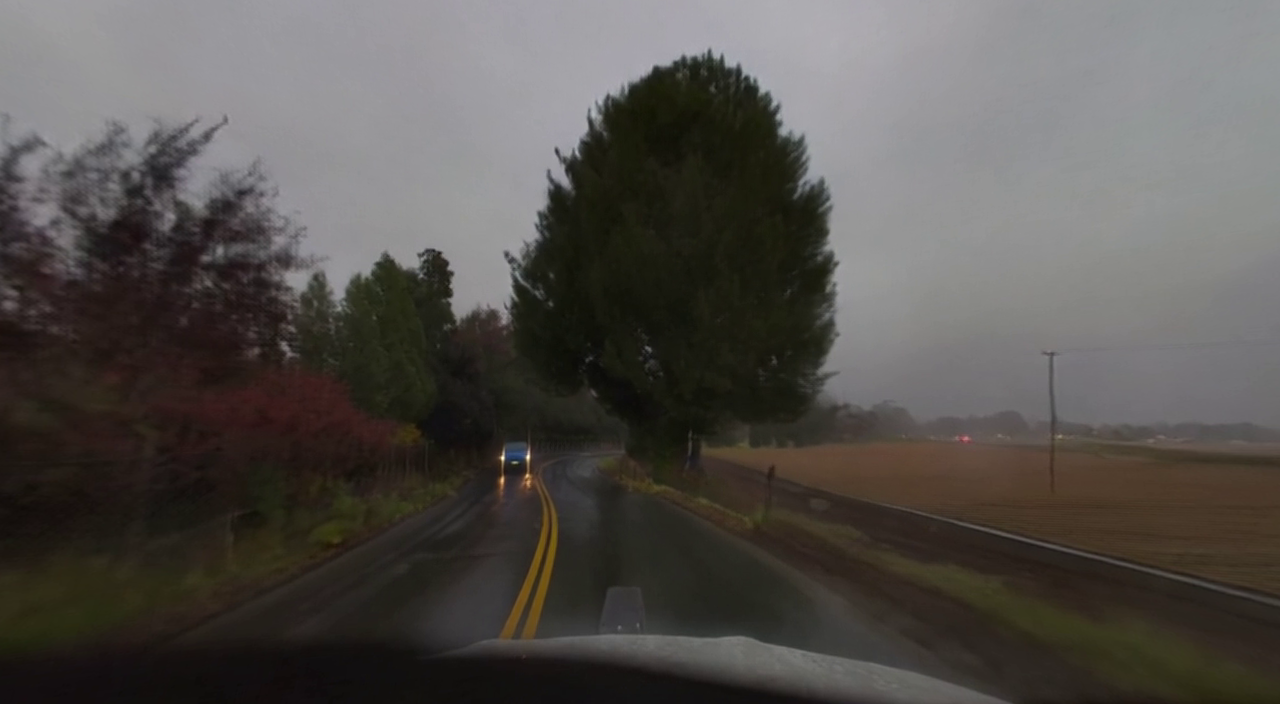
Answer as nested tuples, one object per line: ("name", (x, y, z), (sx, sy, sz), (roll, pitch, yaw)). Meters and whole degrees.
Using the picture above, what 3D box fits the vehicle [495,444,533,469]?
("vehicle", (-8.137, 6.776, 41.153), (1.987, 1.521, 3.649), (0, -9, -5))
